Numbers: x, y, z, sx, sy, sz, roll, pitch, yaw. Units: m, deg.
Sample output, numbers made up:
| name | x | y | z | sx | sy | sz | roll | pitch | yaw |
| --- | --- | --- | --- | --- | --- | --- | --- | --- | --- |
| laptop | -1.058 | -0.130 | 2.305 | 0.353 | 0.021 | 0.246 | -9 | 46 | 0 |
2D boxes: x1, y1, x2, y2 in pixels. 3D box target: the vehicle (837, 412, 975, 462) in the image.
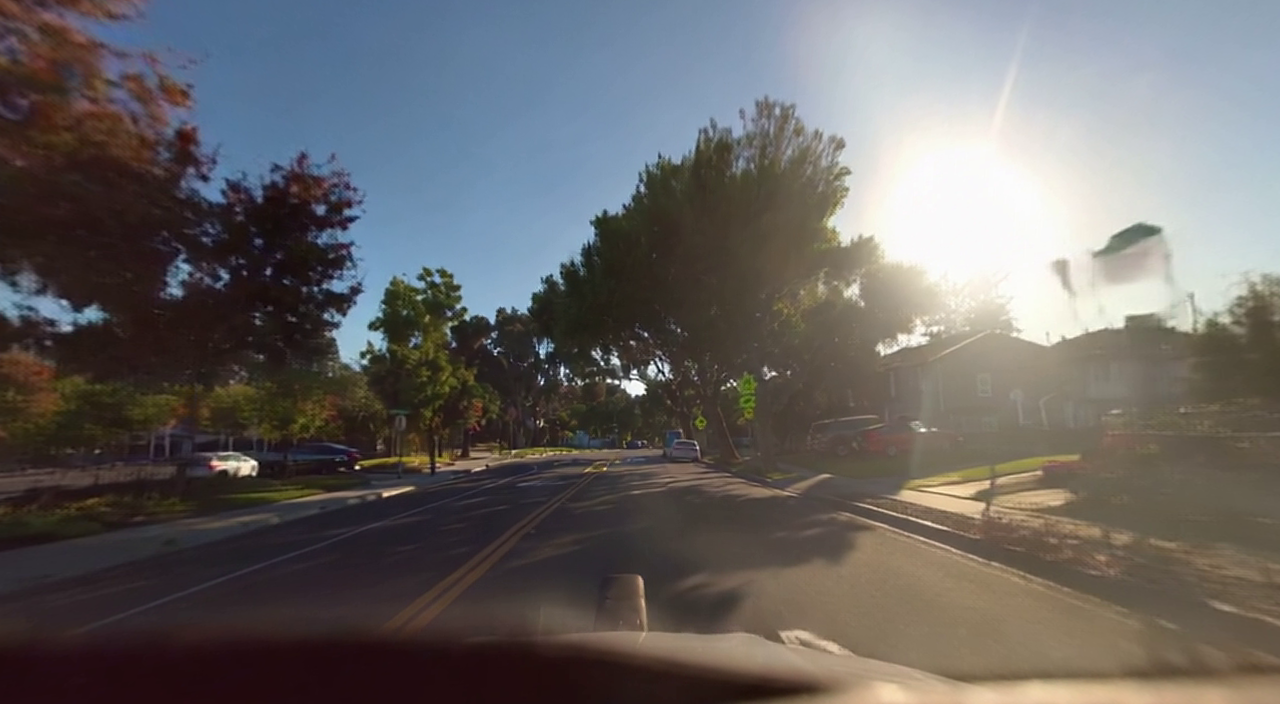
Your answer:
| name | x | y | z | sx | sy | sz | roll | pitch | yaw |
| --- | --- | --- | --- | --- | --- | --- | --- | --- | --- |
| vehicle | 10.968 | 3.560 | 26.284 | 4.750 | 1.658 | 1.902 | -4 | -10 | 0 |

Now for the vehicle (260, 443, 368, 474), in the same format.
| name | x | y | z | sx | sy | sz | roll | pitch | yaw |
| --- | --- | --- | --- | --- | --- | --- | --- | --- | --- |
| vehicle | -19.872 | 6.444 | 38.728 | 2.059 | 1.746 | 5.388 | -8 | -11 | 42 |

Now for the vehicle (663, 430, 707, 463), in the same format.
| name | x | y | z | sx | sy | sz | roll | pitch | yaw |
| --- | --- | --- | --- | --- | --- | --- | --- | --- | --- |
| vehicle | 2.782 | 6.006 | 40.207 | 2.221 | 1.892 | 5.555 | 0 | -8 | -2 |

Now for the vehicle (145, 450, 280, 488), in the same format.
| name | x | y | z | sx | sy | sz | roll | pitch | yaw |
| --- | --- | --- | --- | --- | --- | --- | --- | --- | --- |
| vehicle | -19.156 | 5.208 | 28.463 | 4.691 | 1.483 | 1.955 | 8 | -12 | -44 |
